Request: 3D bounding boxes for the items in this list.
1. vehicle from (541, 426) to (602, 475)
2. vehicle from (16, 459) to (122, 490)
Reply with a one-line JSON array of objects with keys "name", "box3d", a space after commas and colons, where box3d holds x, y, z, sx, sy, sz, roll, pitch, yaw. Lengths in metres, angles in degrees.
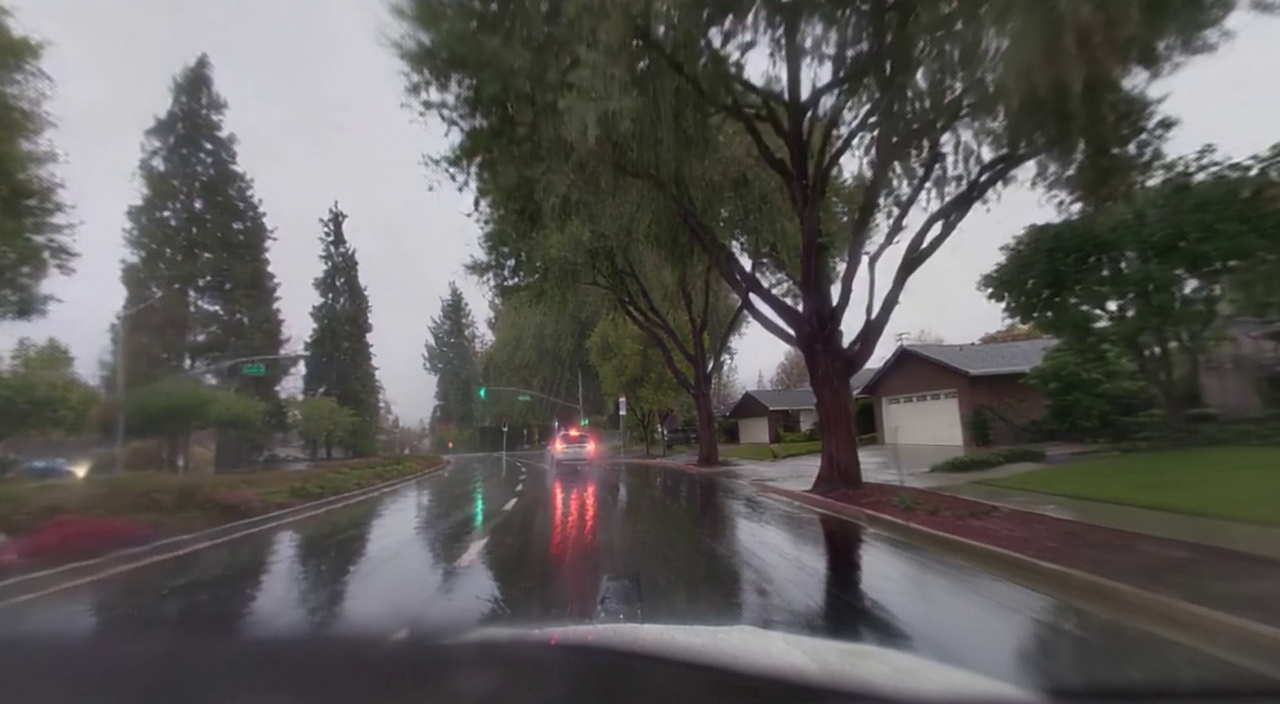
[{"name": "vehicle", "box3d": [-2.735, 3.807, 24.533, 1.990, 1.707, 4.225, 1, -8, -11]}, {"name": "vehicle", "box3d": [-34.561, 7.405, 38.377, 4.271, 1.640, 2.033, 3, -9, -27]}]
